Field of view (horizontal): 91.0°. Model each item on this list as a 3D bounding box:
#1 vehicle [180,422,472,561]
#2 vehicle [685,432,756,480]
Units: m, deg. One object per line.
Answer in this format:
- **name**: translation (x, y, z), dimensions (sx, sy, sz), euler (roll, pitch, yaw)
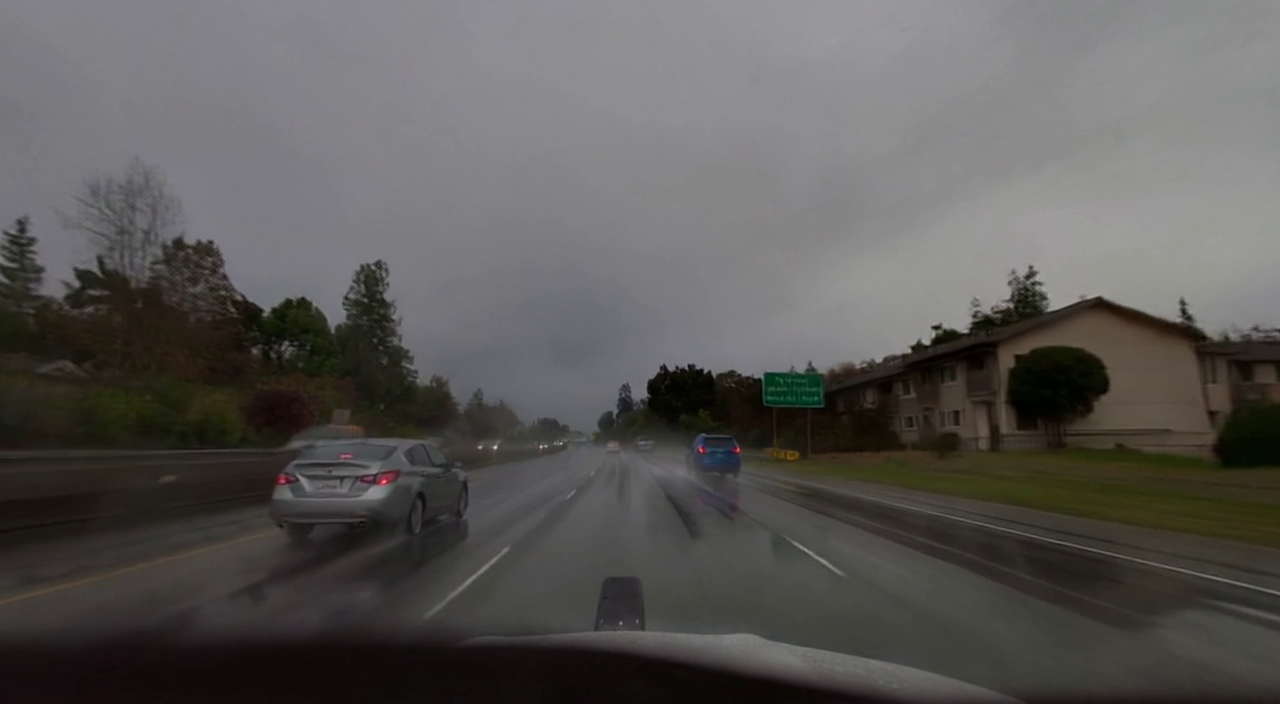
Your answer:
- **vehicle**: translation (-4.078, 1.883, 9.245), dimensions (2.036, 1.528, 4.400), euler (0, -9, 0)
- **vehicle**: translation (3.031, 4.051, 24.718), dimensions (2.092, 1.686, 4.188), euler (0, -8, -2)
